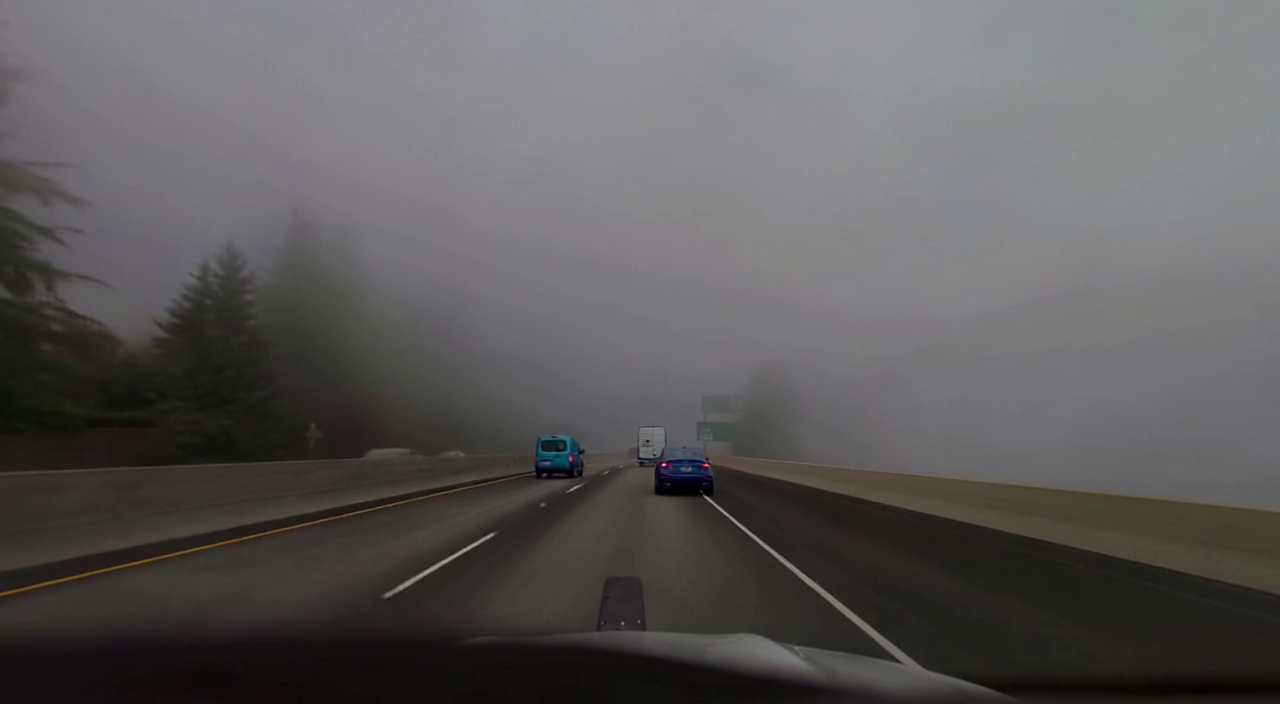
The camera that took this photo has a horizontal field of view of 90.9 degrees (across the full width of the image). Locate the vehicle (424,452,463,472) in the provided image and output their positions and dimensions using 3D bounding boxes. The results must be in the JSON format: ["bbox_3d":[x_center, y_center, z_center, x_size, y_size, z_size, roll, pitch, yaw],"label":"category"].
[{"bbox_3d":[-15.312,8.555,49.272,1.756,1.428,3.699,-1,-9,2],"label":"vehicle"}]

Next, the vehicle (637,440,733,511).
[{"bbox_3d":[0.947,2.896,15.222,2.012,1.485,3.649,0,-9,0],"label":"vehicle"}]

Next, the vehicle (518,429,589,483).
[{"bbox_3d":[-3.541,4.414,26.887,2.217,2.033,4.975,0,-9,2],"label":"vehicle"}]

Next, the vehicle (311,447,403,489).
[{"bbox_3d":[-12.165,4.994,27.452,1.841,1.628,4.458,0,-9,2],"label":"vehicle"}]

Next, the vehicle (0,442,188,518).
[{"bbox_3d":[-17.046,3.029,14.854,3.321,1.795,12.707,0,-9,1],"label":"vehicle"}]
